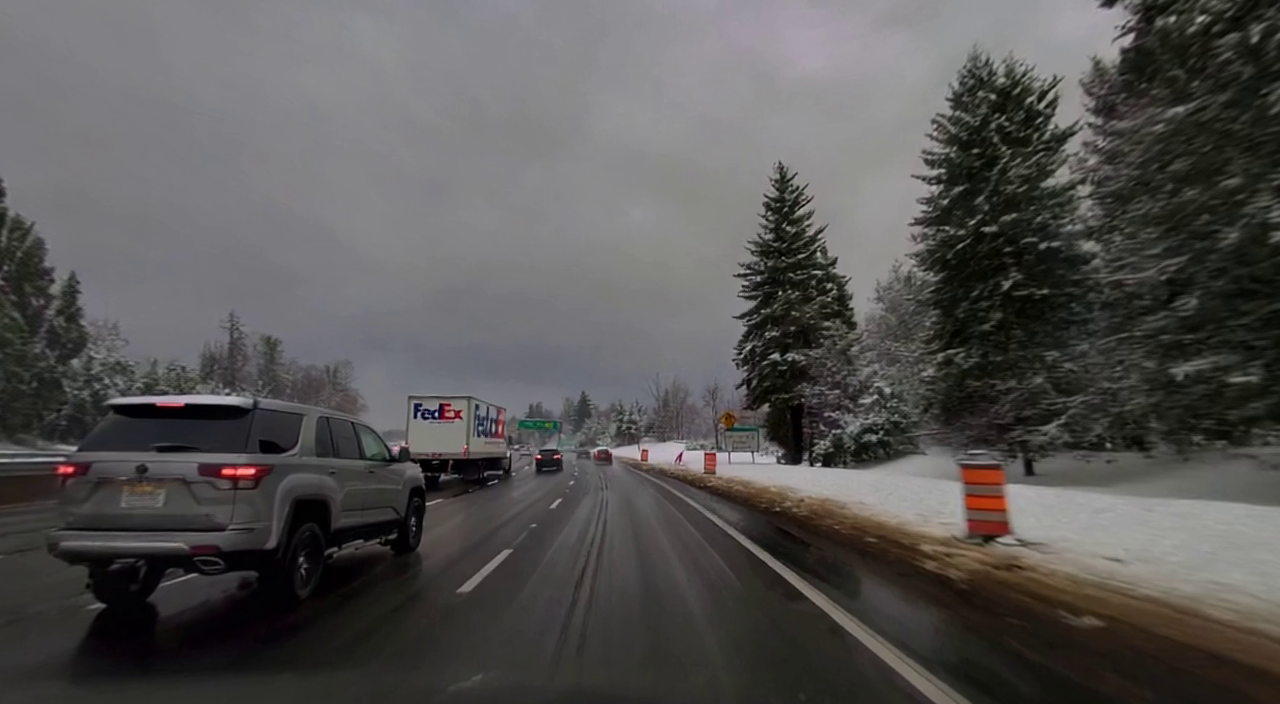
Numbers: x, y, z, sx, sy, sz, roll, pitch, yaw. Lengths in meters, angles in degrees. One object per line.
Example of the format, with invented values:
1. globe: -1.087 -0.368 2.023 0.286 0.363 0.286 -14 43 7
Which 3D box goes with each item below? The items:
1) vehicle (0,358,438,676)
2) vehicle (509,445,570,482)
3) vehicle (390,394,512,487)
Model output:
1. vehicle: -3.796 1.319 6.140 2.170 1.886 4.628 0 -9 -1
2. vehicle: -4.352 4.906 28.029 2.192 1.478 4.591 0 -9 -3
3. vehicle: -7.565 3.784 26.764 2.870 3.266 8.589 0 -9 -3
